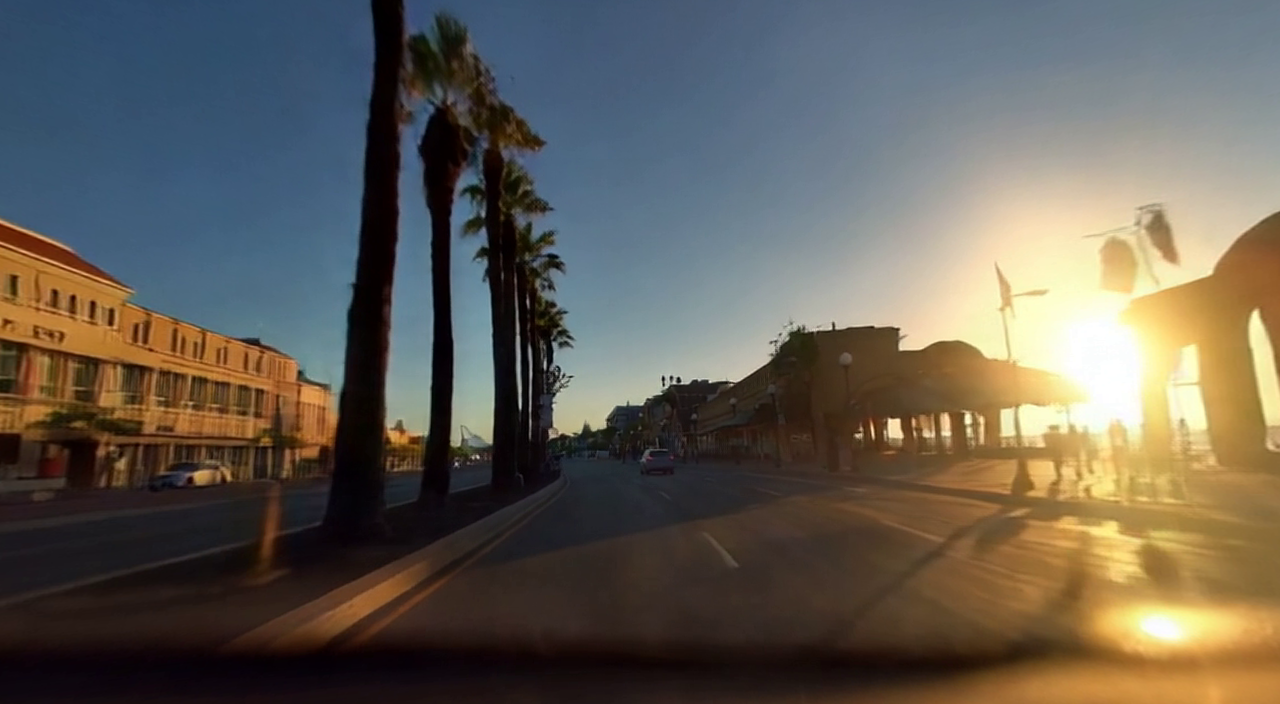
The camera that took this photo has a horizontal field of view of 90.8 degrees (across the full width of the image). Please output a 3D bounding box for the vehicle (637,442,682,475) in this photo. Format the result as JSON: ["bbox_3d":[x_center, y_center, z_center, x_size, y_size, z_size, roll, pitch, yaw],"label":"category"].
[{"bbox_3d":[1.184,7.084,42.332,2.284,2.010,6.670,0,-9,-4],"label":"vehicle"}]

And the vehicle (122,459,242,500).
[{"bbox_3d":[-21.979,6.113,30.645,2.285,1.689,4.968,0,-9,-4],"label":"vehicle"}]
